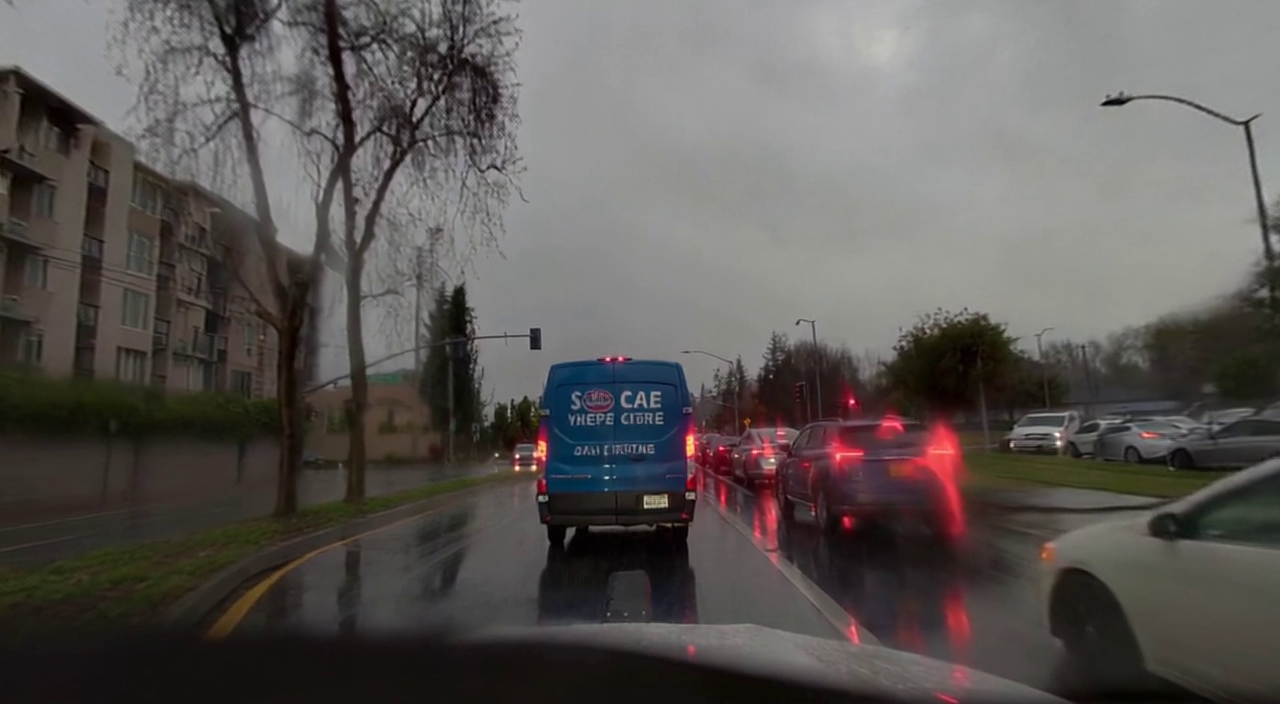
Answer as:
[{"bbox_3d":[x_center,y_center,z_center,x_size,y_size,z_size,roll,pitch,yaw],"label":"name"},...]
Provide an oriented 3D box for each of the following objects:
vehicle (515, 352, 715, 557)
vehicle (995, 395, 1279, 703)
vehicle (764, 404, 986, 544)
[{"bbox_3d":[-0.225,1.604,10.264,2.422,2.488,4.992,0,-8,2],"label":"vehicle"},{"bbox_3d":[3.428,0.858,2.041,1.951,1.483,4.582,0,-8,1],"label":"vehicle"},{"bbox_3d":[3.447,1.883,10.301,1.965,1.771,4.295,0,-8,0],"label":"vehicle"}]
